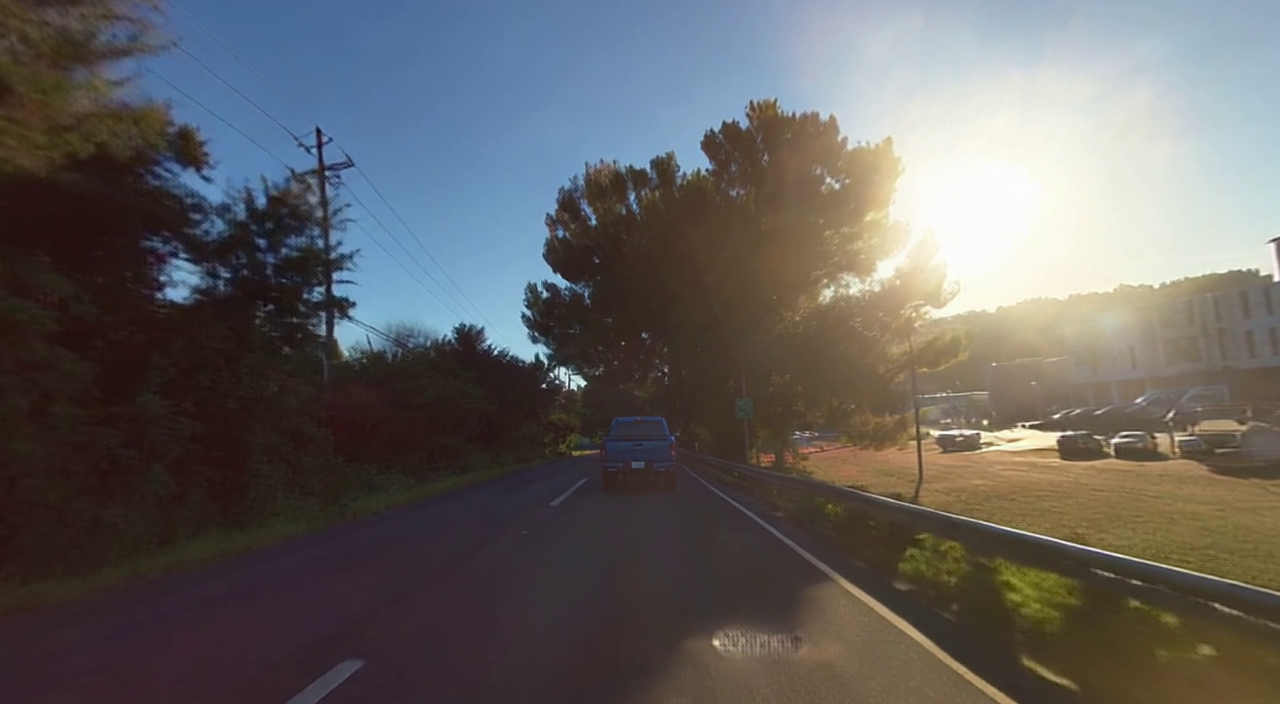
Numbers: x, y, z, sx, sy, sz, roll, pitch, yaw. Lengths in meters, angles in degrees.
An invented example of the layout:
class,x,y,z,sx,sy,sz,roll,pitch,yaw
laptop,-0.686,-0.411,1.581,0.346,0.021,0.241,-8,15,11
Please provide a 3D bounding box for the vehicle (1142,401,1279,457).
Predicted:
class,x,y,z,sx,sy,sz,roll,pitch,yaw
vehicle,33.638,4.549,36.604,2.581,2.932,6.340,4,-9,-27

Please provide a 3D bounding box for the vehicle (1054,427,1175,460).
class,x,y,z,sx,sy,sz,roll,pitch,yaw
vehicle,31.411,6.134,42.186,2.323,2.002,6.310,2,-9,-13

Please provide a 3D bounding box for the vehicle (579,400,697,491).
class,x,y,z,sx,sy,sz,roll,pitch,yaw
vehicle,-0.099,2.942,19.954,3.021,2.326,7.410,0,-8,-1
